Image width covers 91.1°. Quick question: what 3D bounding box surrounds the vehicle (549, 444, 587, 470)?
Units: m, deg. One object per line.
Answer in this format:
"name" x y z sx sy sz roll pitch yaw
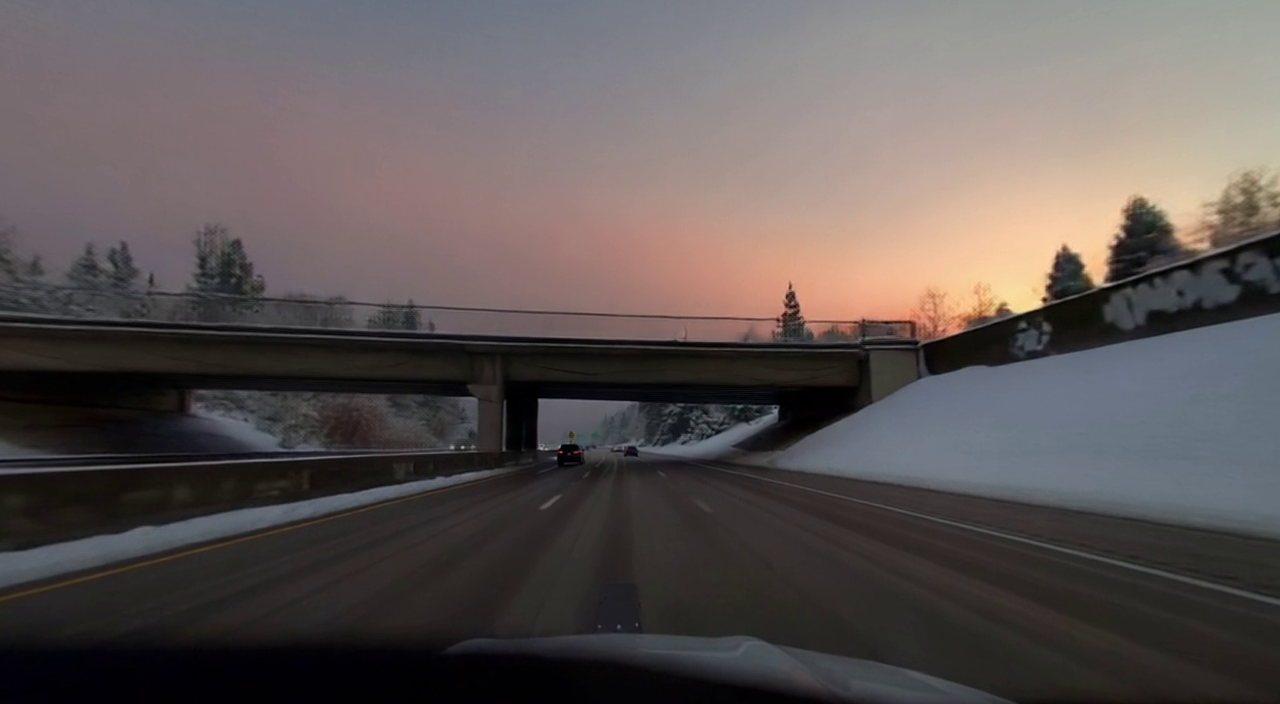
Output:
"vehicle" -4.253 6.253 37.576 1.871 1.459 3.771 0 -9 -1
